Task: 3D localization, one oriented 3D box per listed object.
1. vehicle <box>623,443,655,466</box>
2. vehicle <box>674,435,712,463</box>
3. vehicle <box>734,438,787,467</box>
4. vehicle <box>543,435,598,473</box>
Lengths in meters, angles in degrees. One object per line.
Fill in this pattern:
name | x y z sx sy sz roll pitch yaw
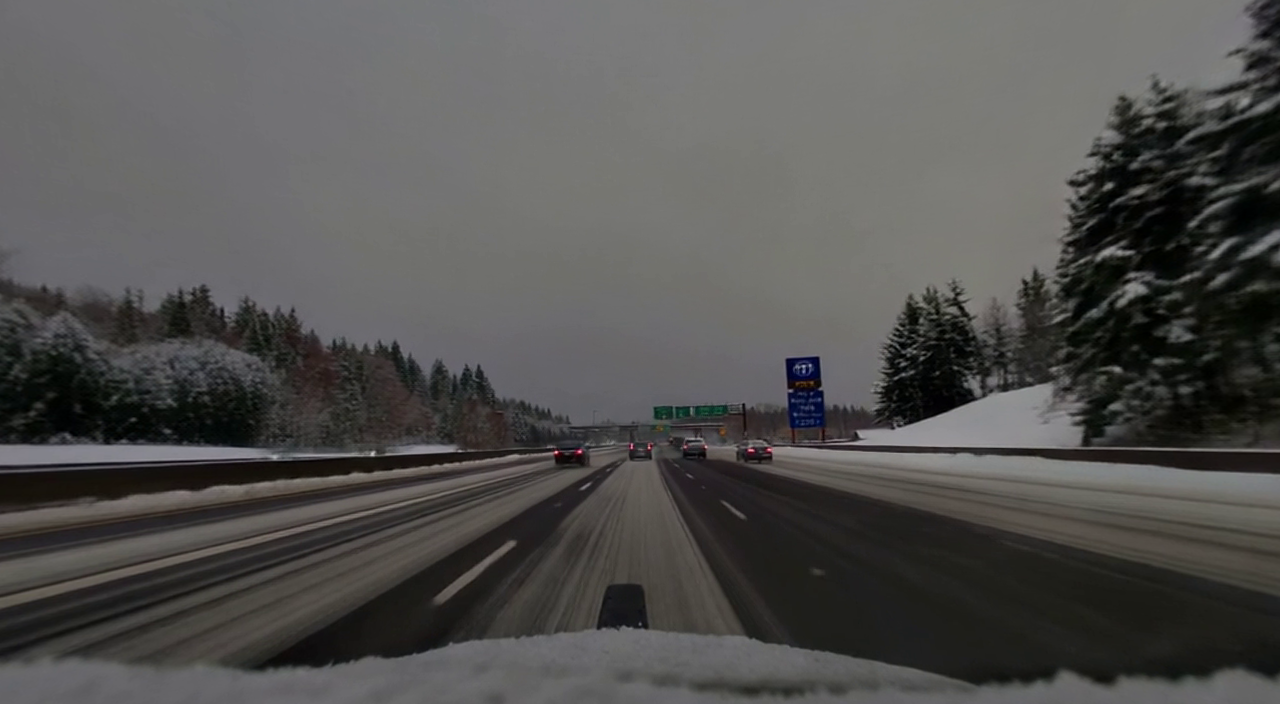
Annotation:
vehicle | -0.027 6.923 42.867 2.050 1.452 3.917 0 -8 1
vehicle | 3.936 7.333 47.665 2.348 1.991 5.460 0 -8 0
vehicle | 7.261 6.120 38.488 2.196 1.659 4.451 0 -8 -2
vehicle | -3.434 5.135 32.047 2.118 1.750 4.875 0 -8 2
